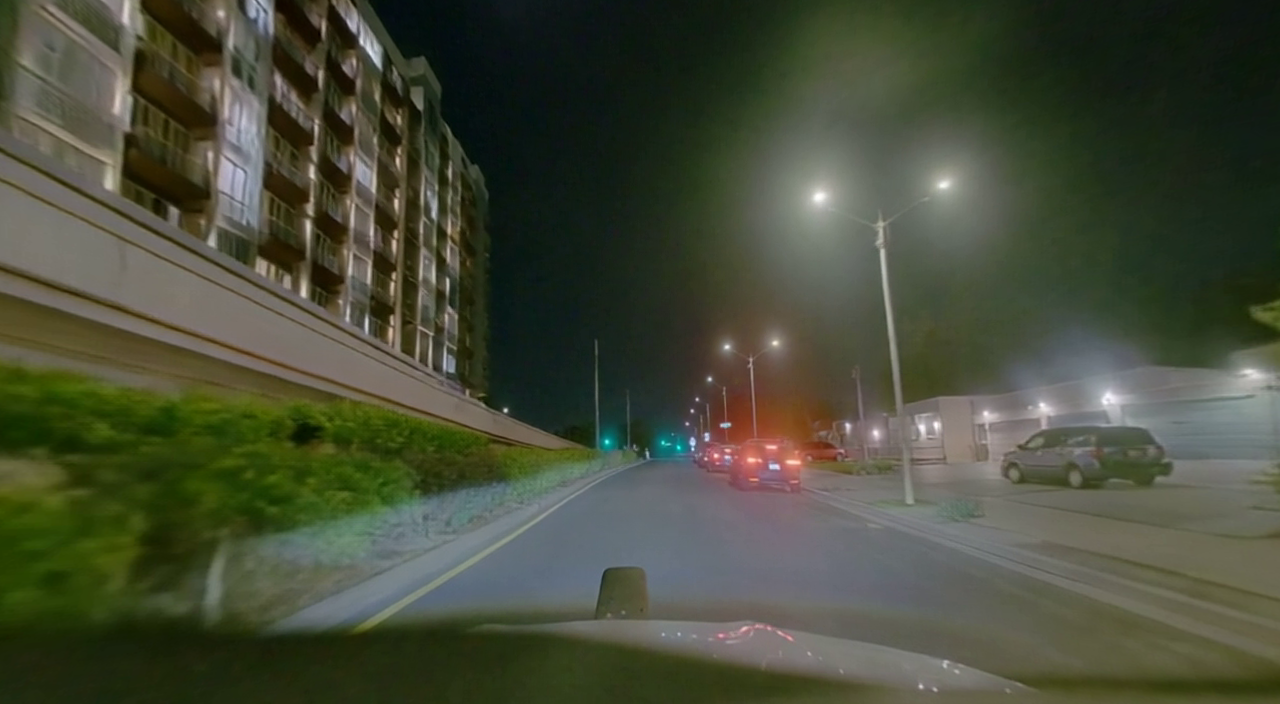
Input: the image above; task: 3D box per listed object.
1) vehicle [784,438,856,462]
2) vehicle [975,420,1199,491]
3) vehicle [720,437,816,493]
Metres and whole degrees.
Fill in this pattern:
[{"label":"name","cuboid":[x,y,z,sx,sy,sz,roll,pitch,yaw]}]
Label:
[{"label":"vehicle","cuboid":[11.897,6.498,41.947,4.163,1.471,1.914,-1,-9,-1]},{"label":"vehicle","cuboid":[10.497,2.499,15.438,1.997,1.430,4.986,0,-9,2]},{"label":"vehicle","cuboid":[3.757,3.406,19.383,2.024,1.475,4.565,0,-9,0]}]
